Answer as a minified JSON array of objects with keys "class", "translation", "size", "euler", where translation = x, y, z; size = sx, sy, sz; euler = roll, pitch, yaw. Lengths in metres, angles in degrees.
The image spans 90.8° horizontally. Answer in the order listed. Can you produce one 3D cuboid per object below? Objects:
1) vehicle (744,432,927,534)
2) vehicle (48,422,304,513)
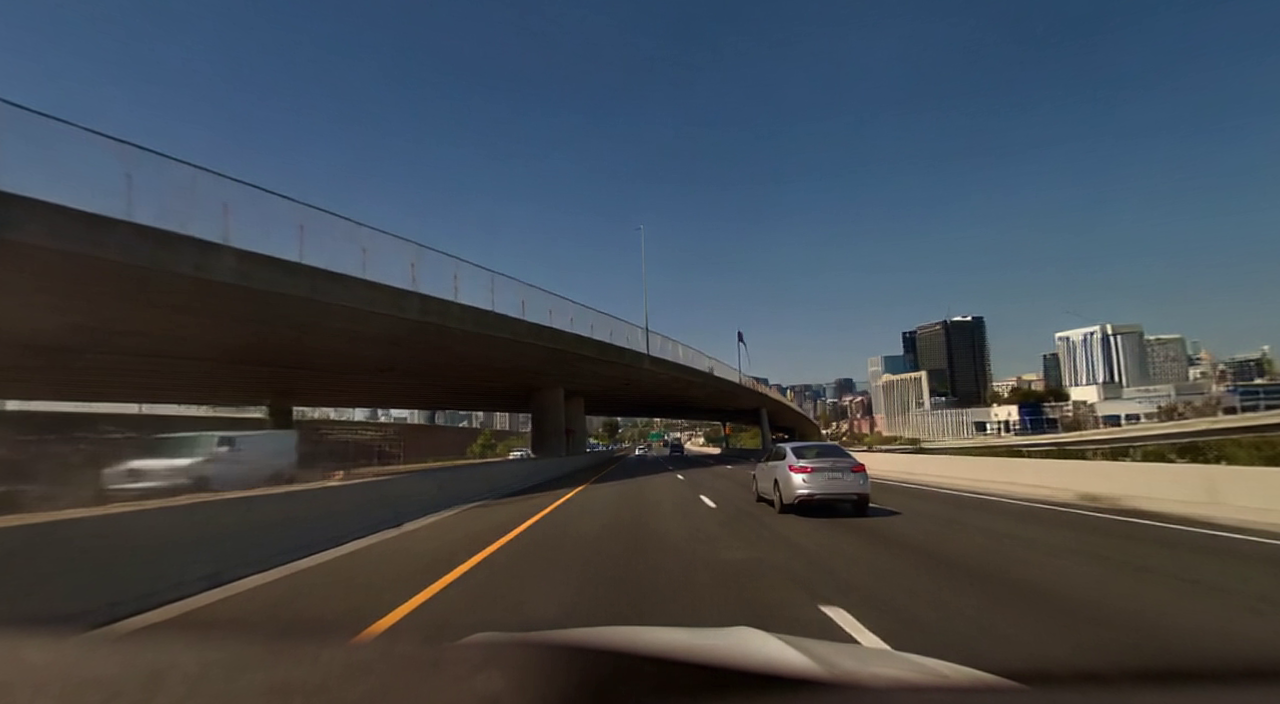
[{"class":"vehicle","translation":[3.378,2.346,12.006],"size":[1.982,1.533,4.612],"euler":[0,-9,0]},{"class":"vehicle","translation":[-12.103,3.058,17.266],"size":[2.452,2.045,5.769],"euler":[0,-9,2]}]
